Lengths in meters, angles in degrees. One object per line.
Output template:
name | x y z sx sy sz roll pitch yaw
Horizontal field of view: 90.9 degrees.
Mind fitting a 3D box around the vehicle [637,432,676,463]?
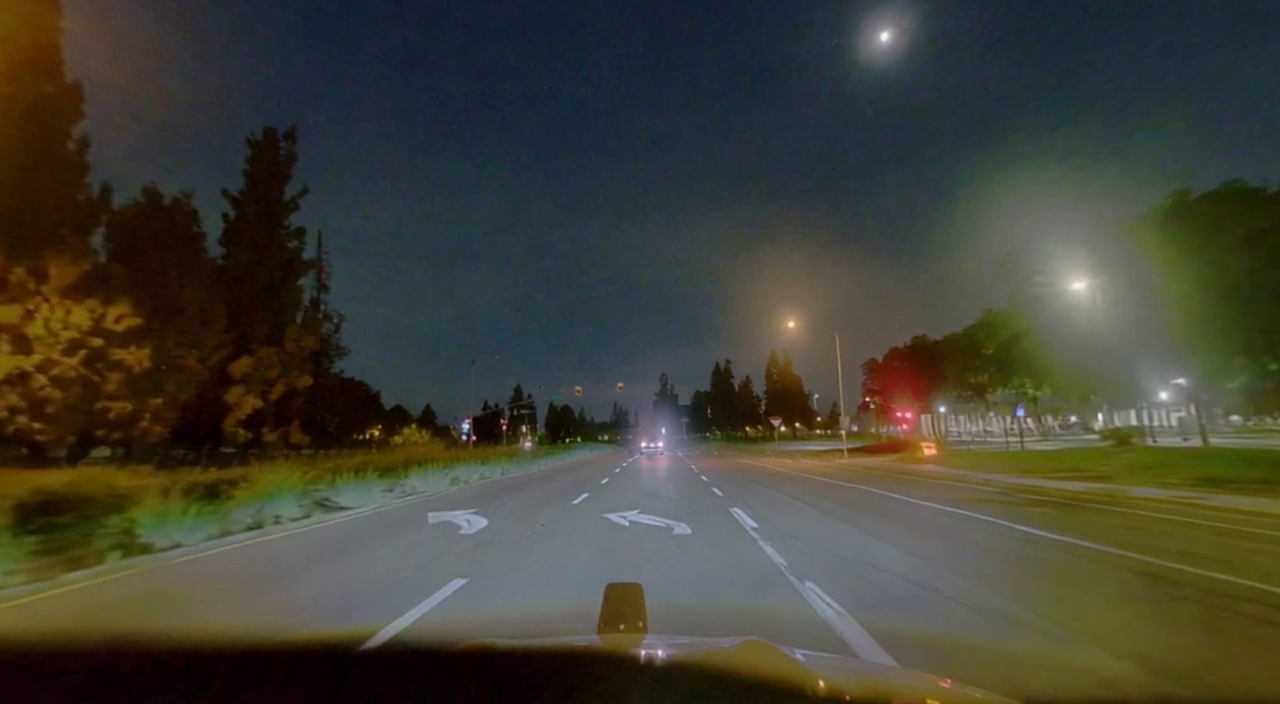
vehicle | 1.040 5.897 38.932 2.298 1.770 4.138 0 -8 2
